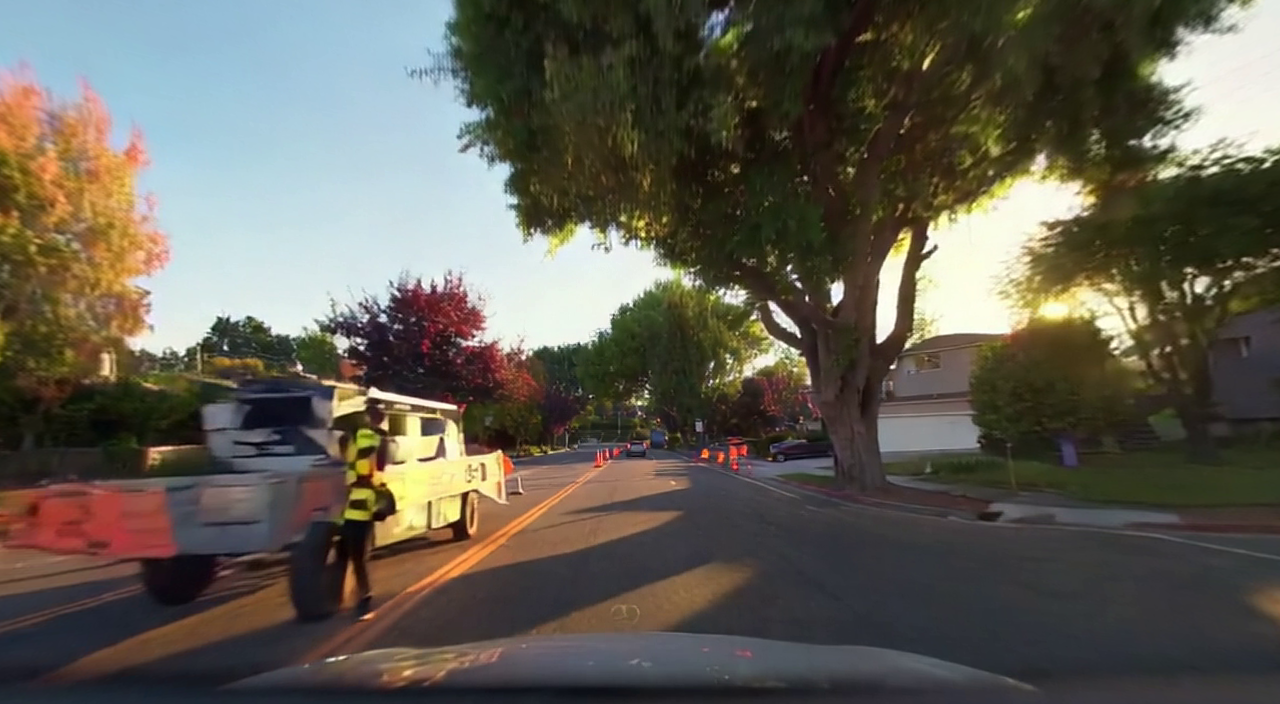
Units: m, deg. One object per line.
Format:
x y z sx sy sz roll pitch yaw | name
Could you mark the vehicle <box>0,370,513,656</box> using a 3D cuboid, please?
-3.571 1.569 7.606 2.742 1.962 6.409 0 -8 0 | vehicle
